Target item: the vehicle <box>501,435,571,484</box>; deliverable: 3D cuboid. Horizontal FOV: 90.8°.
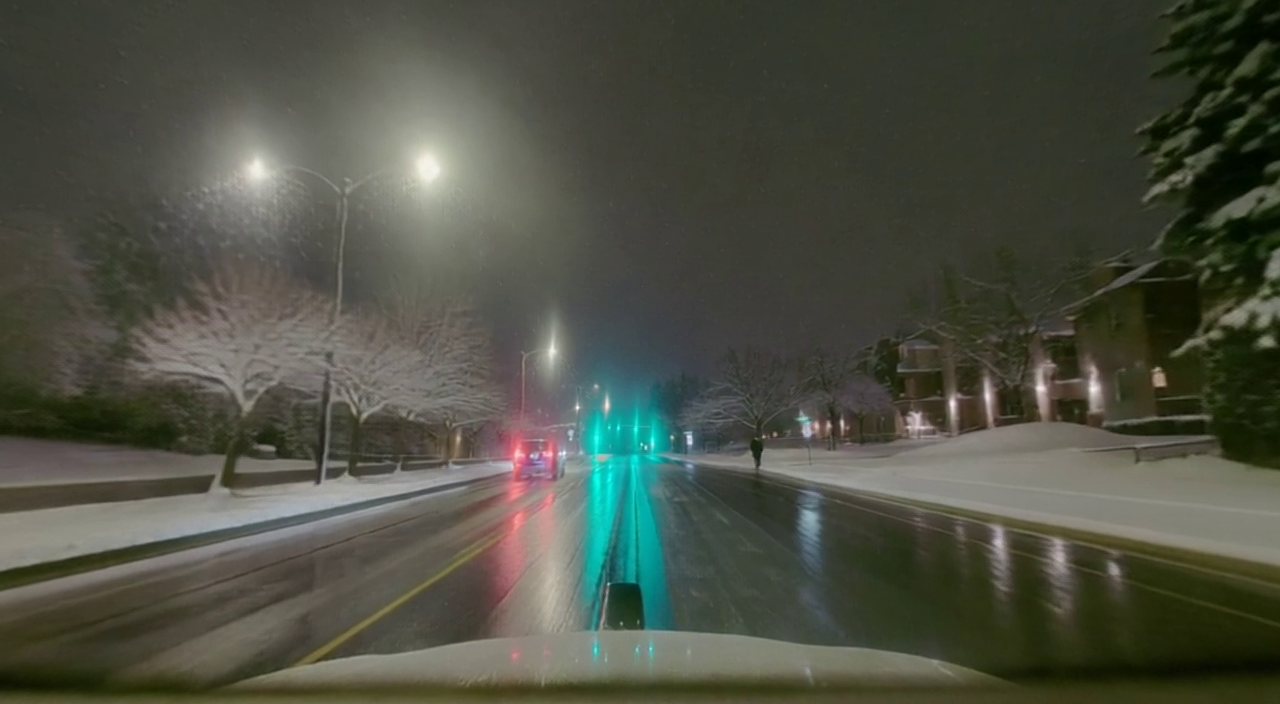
[{"bbox_3d":[-3.999,4.183,24.962,1.993,1.733,4.262,0,-8,1],"label":"vehicle"}]
